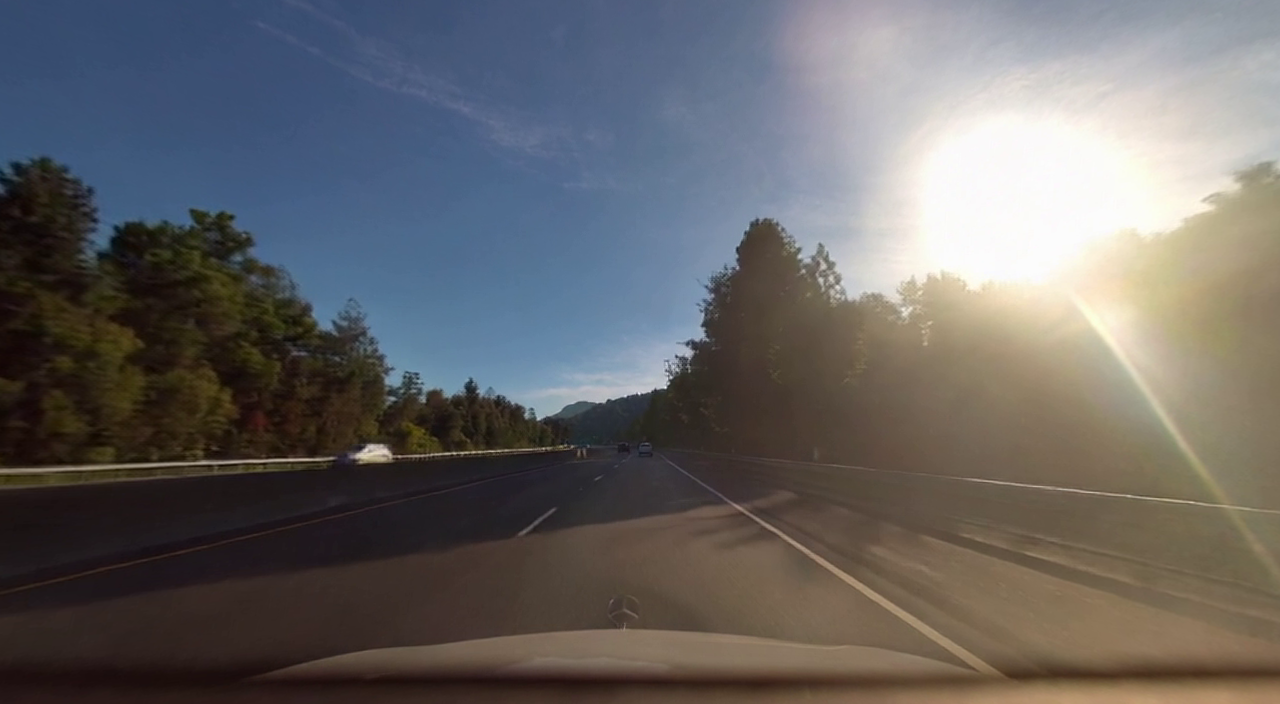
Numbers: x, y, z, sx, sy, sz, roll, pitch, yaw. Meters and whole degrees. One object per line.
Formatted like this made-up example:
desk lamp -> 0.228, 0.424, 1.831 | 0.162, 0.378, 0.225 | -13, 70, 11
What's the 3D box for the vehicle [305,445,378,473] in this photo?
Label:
vehicle -> -16.787, 5.987, 35.679 | 1.814, 1.456, 4.581 | 0, -8, 1
